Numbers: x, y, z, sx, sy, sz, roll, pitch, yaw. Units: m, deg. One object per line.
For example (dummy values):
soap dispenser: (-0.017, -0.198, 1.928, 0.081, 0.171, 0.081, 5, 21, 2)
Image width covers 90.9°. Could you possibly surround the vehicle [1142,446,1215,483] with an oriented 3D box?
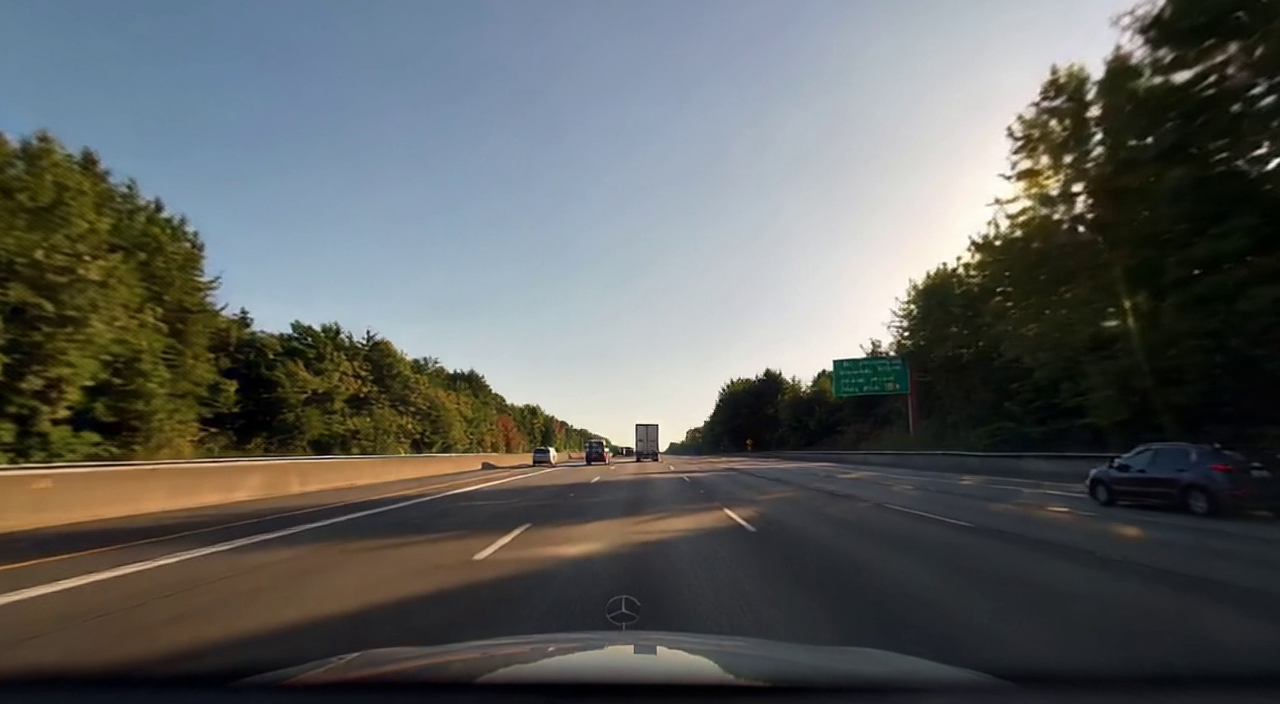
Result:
vehicle: (32.334, 6.704, 37.997, 2.085, 2.025, 4.992, -4, -10, 27)
